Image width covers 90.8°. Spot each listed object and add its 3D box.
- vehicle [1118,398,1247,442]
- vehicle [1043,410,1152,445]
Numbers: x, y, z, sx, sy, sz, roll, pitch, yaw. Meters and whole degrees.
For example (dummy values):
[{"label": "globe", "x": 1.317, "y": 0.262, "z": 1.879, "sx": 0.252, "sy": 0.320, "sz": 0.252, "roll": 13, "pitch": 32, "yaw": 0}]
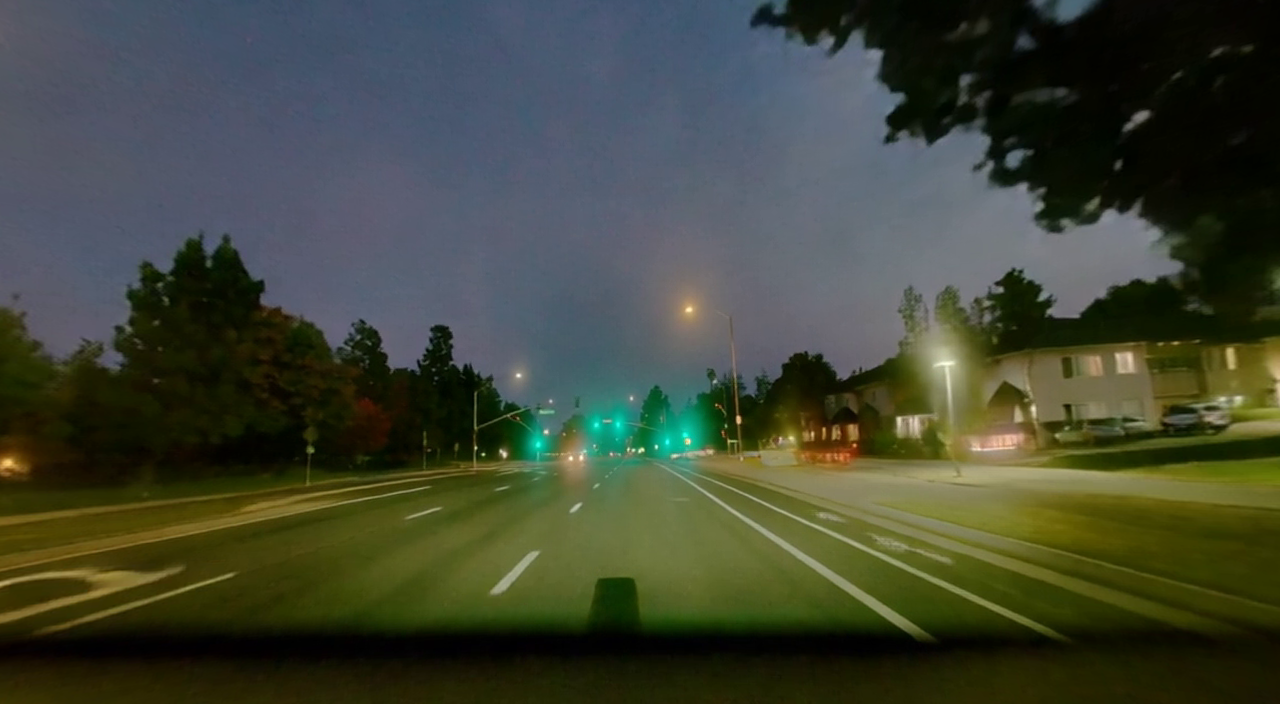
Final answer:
[{"label": "vehicle", "x": 26.692, "y": 3.434, "z": 31.350, "sx": 2.081, "sy": 1.949, "sz": 4.635, "roll": 3, "pitch": -8, "yaw": -5}, {"label": "vehicle", "x": 22.777, "y": 3.858, "z": 31.716, "sx": 1.911, "sy": 1.598, "sz": 4.322, "roll": 1, "pitch": -9, "yaw": -6}]
